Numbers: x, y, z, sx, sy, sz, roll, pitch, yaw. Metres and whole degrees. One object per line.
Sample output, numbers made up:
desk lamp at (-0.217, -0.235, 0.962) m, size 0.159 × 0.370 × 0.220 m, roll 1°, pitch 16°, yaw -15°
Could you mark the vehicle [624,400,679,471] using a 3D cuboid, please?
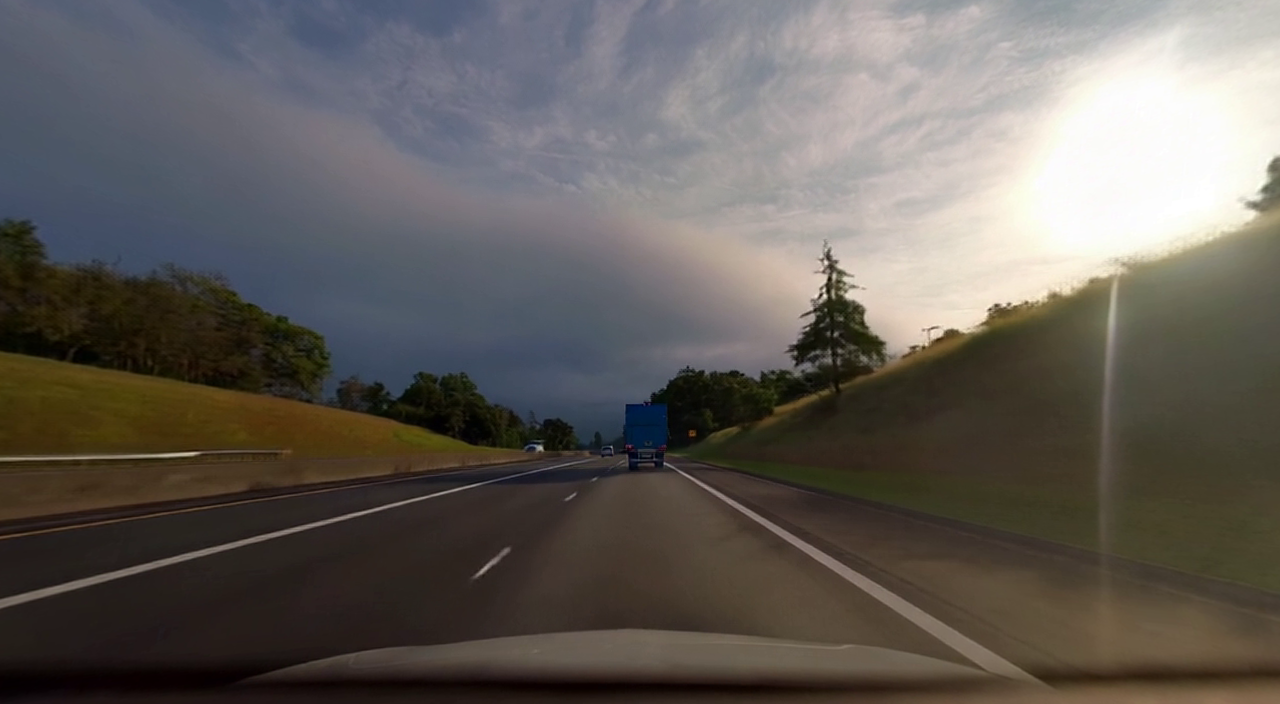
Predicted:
vehicle at (0.510, 5.607, 41.424) m, size 3.055 × 4.009 × 10.972 m, roll 0°, pitch -9°, yaw -2°
